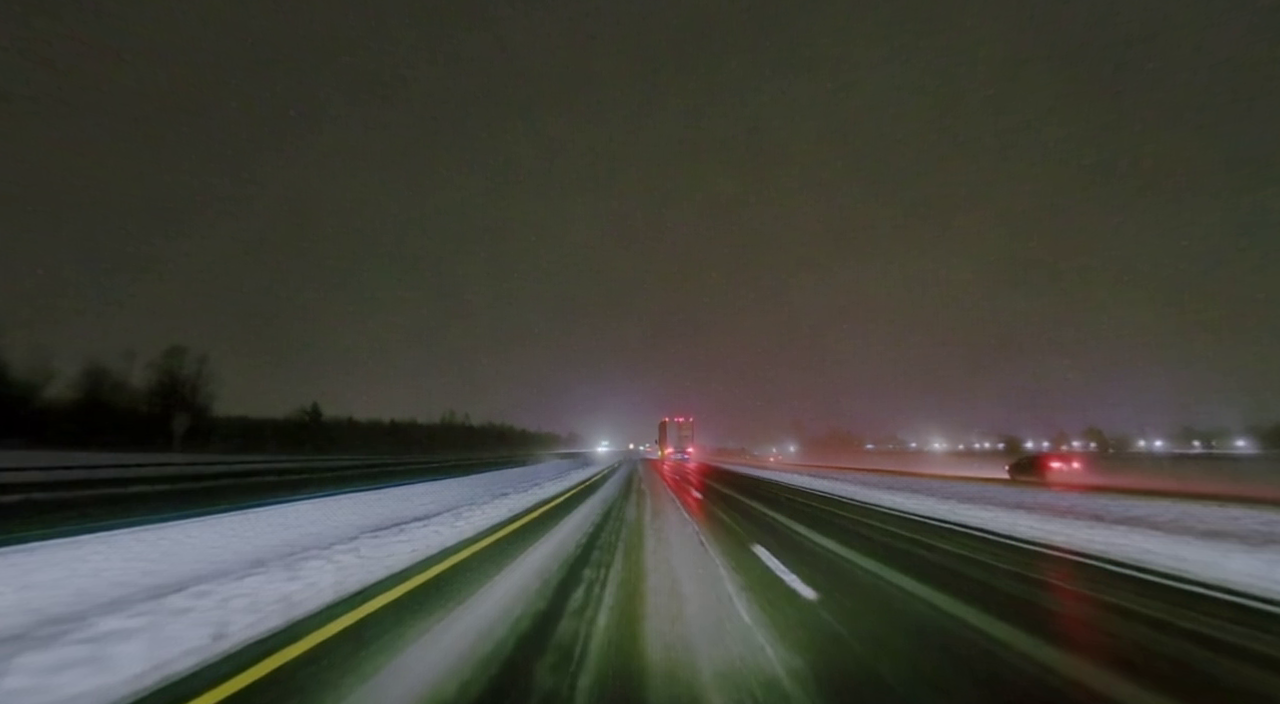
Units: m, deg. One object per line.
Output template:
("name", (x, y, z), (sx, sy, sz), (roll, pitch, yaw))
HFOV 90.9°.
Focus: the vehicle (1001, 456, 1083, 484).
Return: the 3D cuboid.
("vehicle", (23.607, 6.918, 37.192), (1.836, 1.499, 3.936), (1, -9, -8))
